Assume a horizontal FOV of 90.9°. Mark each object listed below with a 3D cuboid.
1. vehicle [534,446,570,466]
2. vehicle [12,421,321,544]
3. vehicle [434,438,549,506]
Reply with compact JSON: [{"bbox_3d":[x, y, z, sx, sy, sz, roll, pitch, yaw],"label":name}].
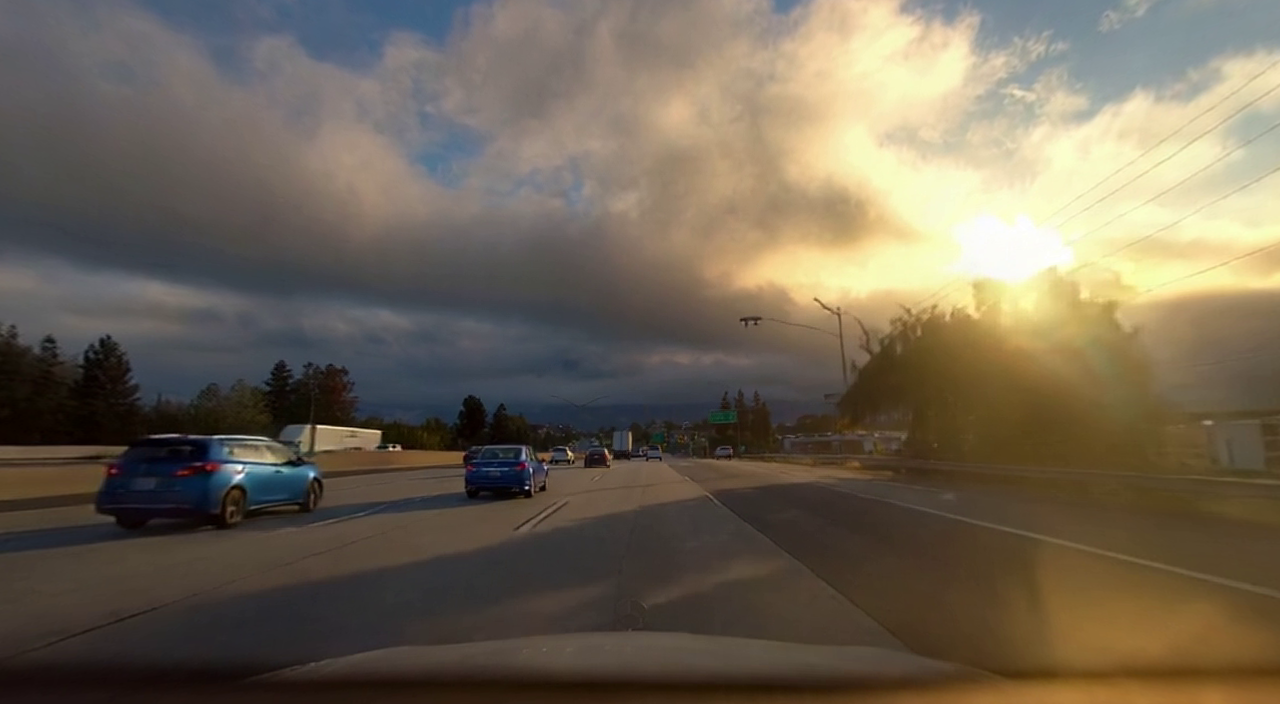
[{"bbox_3d":[-6.777,8.052,49.106,1.961,1.442,4.321,-1,-8,3],"label":"vehicle"},{"bbox_3d":[-7.673,2.124,10.952,1.970,1.682,4.297,0,-8,1],"label":"vehicle"},{"bbox_3d":[-3.592,2.950,15.963,1.953,1.511,3.704,0,-8,1],"label":"vehicle"}]
